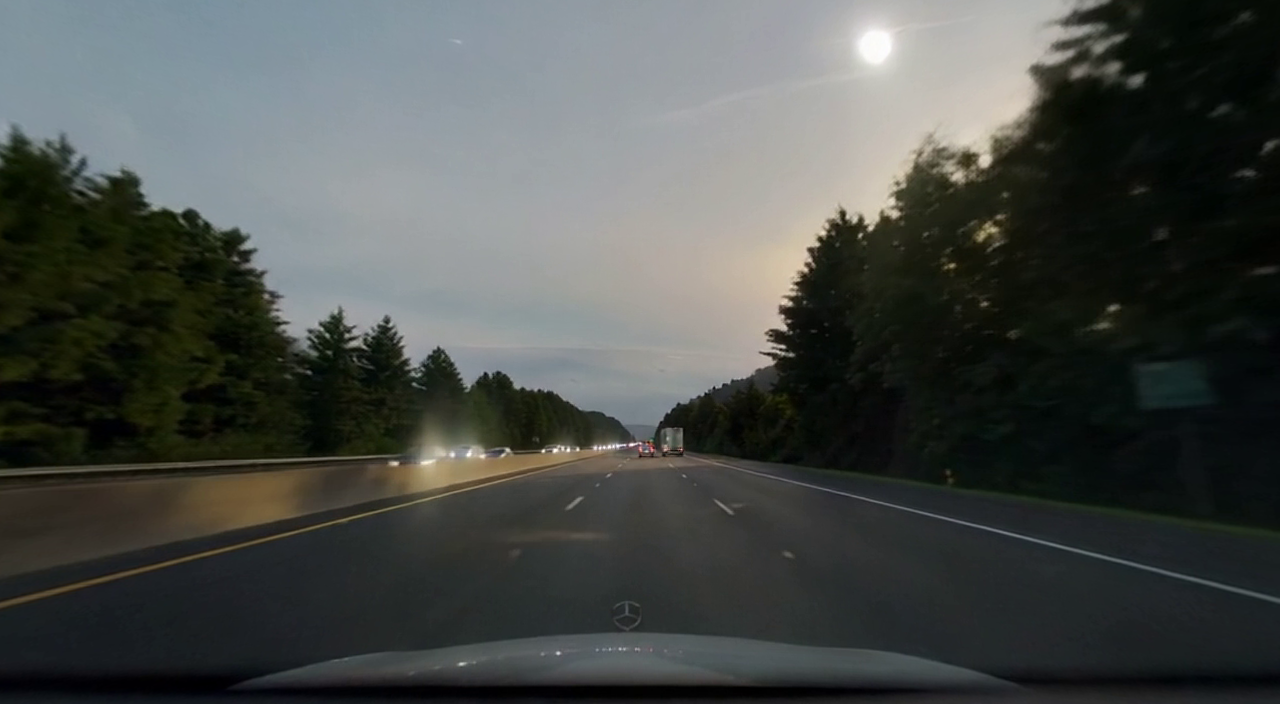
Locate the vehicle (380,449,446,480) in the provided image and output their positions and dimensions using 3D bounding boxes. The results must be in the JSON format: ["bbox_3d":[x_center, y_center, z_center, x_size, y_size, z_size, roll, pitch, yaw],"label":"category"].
[{"bbox_3d":[-11.500,5.717,32.256,1.843,1.437,4.235,0,-9,-1],"label":"vehicle"}]
